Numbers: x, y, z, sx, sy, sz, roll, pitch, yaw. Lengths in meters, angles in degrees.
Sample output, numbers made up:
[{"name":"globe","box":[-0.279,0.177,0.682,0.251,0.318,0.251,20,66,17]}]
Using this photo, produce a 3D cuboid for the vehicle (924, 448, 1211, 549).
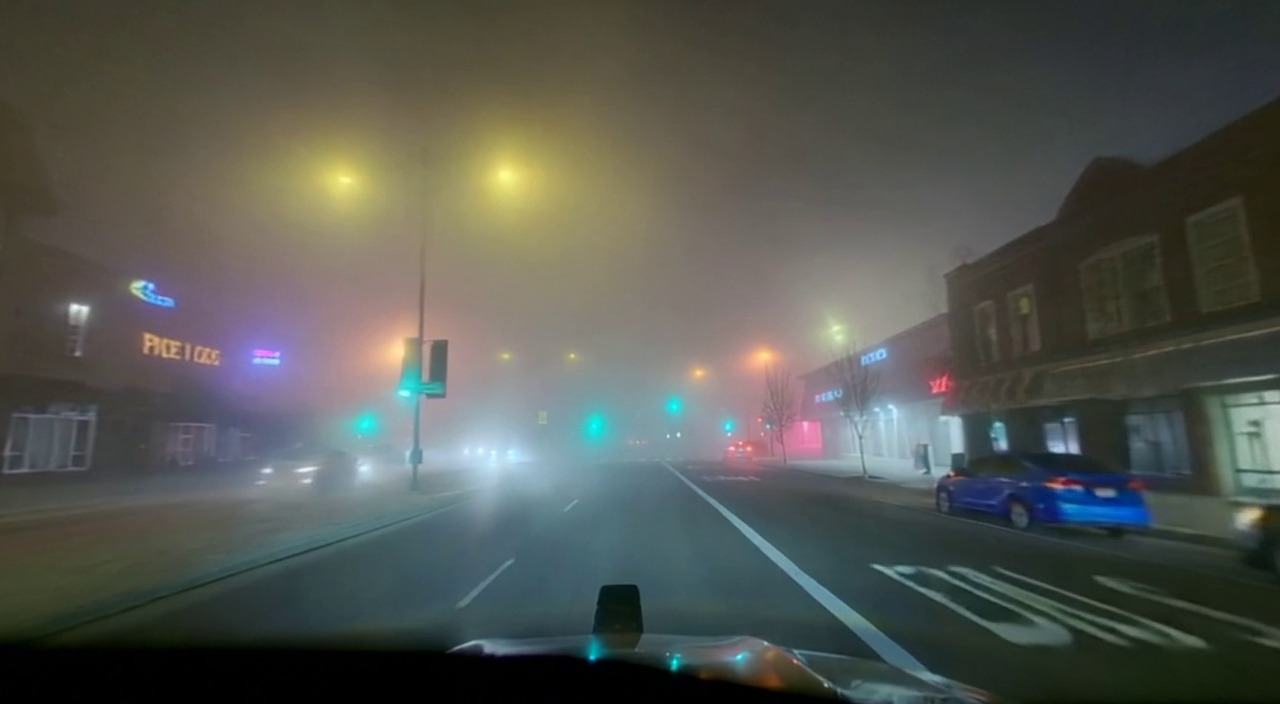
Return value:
[{"name":"vehicle","box":[7.294,2.487,11.518,2.009,1.429,4.562,0,-8,-1]}]

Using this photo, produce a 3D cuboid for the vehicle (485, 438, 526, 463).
[{"name":"vehicle","box":[-10.385,7.646,48.934,2.155,1.830,4.564,0,-8,0]}]

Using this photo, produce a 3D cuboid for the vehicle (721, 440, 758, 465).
[{"name":"vehicle","box":[7.285,7.376,46.343,1.950,1.686,4.509,0,-8,-1]}]

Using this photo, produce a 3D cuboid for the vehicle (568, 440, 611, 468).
[{"name":"vehicle","box":[-2.822,5.816,35.997,2.078,1.471,4.217,0,-8,0]}]
